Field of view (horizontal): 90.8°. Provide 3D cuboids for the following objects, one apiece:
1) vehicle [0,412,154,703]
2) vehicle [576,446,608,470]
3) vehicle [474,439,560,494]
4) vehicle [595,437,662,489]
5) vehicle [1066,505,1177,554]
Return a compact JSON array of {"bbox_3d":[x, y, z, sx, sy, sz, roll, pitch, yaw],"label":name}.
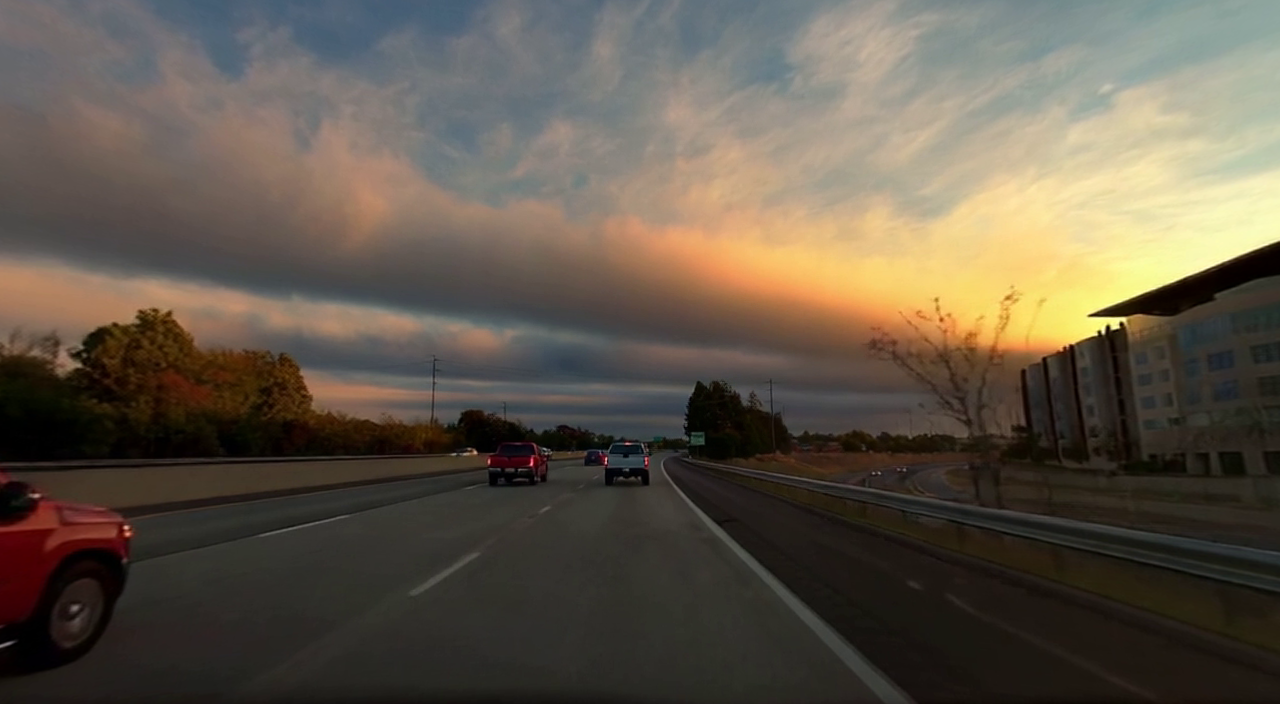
[{"bbox_3d":[-4.111,0.845,1.803,1.936,1.470,4.402,0,-8,0],"label":"vehicle"},{"bbox_3d":[-3.743,8.308,49.904,1.991,1.776,4.333,0,-8,2],"label":"vehicle"},{"bbox_3d":[-4.242,4.038,22.779,2.038,1.704,5.181,0,-8,0],"label":"vehicle"},{"bbox_3d":[-0.342,4.136,23.911,2.293,1.753,4.380,0,-8,1],"label":"vehicle"},{"bbox_3d":[22.471,8.277,29.744,1.956,1.594,4.425,0,-8,5],"label":"vehicle"}]
